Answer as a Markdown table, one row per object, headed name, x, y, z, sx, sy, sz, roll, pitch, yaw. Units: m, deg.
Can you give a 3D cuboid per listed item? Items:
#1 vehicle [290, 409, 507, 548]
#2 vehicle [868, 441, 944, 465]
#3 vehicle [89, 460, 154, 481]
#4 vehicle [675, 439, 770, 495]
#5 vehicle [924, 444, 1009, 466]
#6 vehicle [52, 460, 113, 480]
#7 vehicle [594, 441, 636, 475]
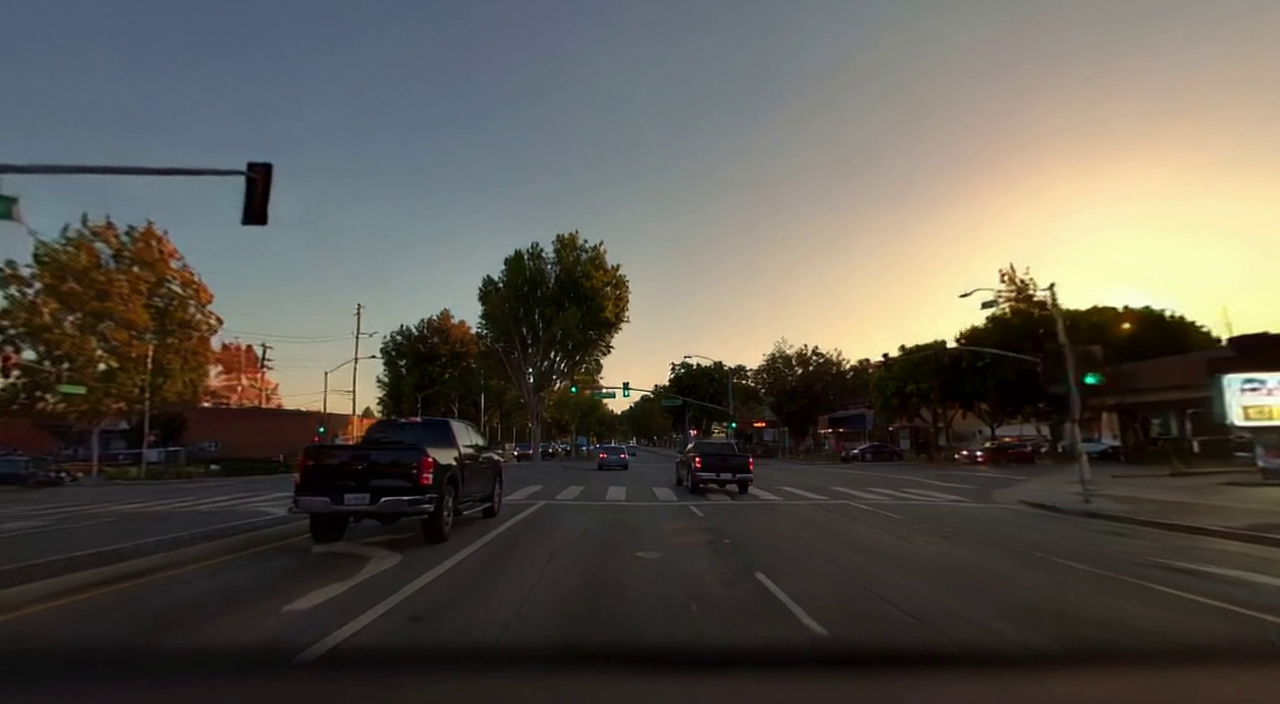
| name | x | y | z | sx | sy | sz | roll | pitch | yaw |
| --- | --- | --- | --- | --- | --- | --- | --- | --- | --- |
| vehicle | -3.967 | 2.189 | 11.718 | 2.195 | 1.905 | 5.634 | 1 | -9 | -5 |
| vehicle | 20.582 | 7.820 | 48.975 | 4.950 | 1.760 | 2.213 | 1 | -9 | -10 |
| vehicle | -40.281 | 9.178 | 49.191 | 1.802 | 1.447 | 4.432 | 1 | -9 | -8 |
| vehicle | 2.362 | 3.455 | 19.350 | 2.061 | 1.487 | 4.462 | 1 | -9 | -4 |
| vehicle | 21.990 | 6.940 | 42.624 | 4.789 | 1.455 | 1.986 | 2 | -9 | -10 |
| vehicle | -42.724 | 9.019 | 48.492 | 1.593 | 1.399 | 3.698 | 1 | -8 | -7 |
| vehicle | -1.324 | 5.406 | 32.440 | 2.029 | 1.605 | 3.827 | 1 | -9 | -4 |
